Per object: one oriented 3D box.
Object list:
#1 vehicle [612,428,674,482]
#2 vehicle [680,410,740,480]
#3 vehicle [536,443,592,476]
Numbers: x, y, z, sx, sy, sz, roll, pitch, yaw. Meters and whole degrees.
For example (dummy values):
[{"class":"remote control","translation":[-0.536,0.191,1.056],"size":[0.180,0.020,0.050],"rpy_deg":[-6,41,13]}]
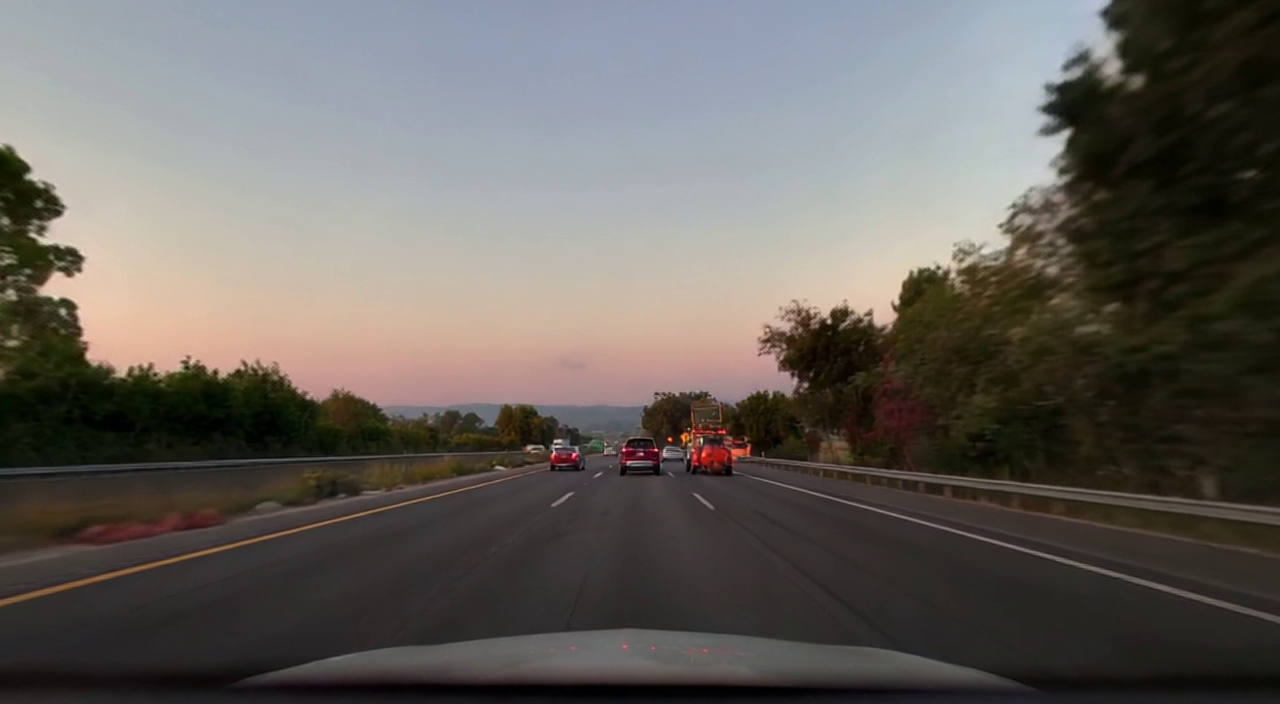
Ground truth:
[{"class":"vehicle","translation":[0.118,4.183,25.868],"size":[2.308,1.993,4.631],"rpy_deg":[0,-8,0]},{"class":"vehicle","translation":[4.143,5.798,39.515],"size":[2.793,3.828,9.580],"rpy_deg":[0,-8,1]},{"class":"vehicle","translation":[-3.613,5.201,30.780],"size":[2.096,1.469,4.319],"rpy_deg":[0,-8,1]}]
